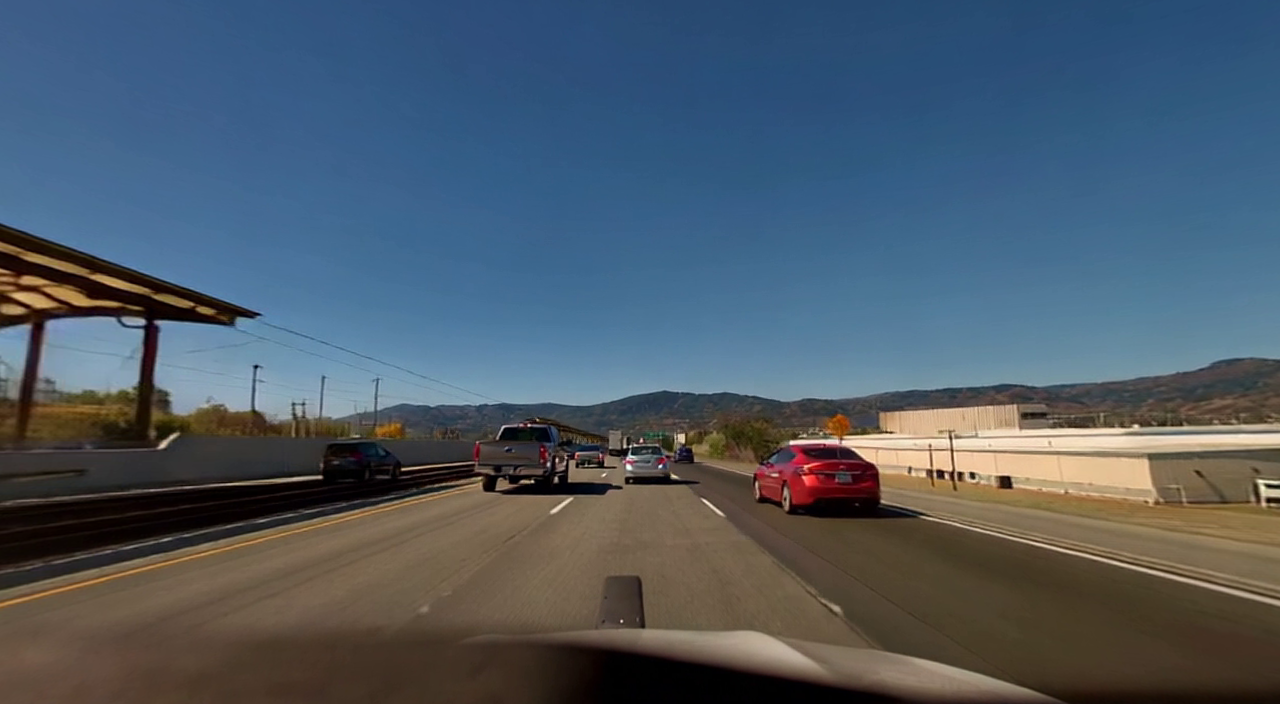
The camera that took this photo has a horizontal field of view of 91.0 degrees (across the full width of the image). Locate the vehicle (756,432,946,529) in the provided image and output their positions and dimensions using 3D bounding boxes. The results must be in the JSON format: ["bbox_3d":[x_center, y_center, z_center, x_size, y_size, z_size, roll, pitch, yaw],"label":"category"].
[{"bbox_3d":[3.775,2.391,12.384,2.023,1.510,4.773,0,-9,-1],"label":"vehicle"}]

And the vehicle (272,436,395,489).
[{"bbox_3d":[-10.897,3.945,22.857,2.137,1.728,4.665,0,-8,-1],"label":"vehicle"}]

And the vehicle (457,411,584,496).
[{"bbox_3d":[-3.436,3.182,20.043,2.733,2.230,6.820,0,-8,0],"label":"vehicle"}]

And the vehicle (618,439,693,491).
[{"bbox_3d":[0.417,3.574,20.302,2.171,1.493,4.081,0,-8,-1],"label":"vehicle"}]

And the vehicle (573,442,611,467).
[{"bbox_3d":[-3.220,6.980,43.057,2.151,1.613,4.786,0,-8,1],"label":"vehicle"}]
